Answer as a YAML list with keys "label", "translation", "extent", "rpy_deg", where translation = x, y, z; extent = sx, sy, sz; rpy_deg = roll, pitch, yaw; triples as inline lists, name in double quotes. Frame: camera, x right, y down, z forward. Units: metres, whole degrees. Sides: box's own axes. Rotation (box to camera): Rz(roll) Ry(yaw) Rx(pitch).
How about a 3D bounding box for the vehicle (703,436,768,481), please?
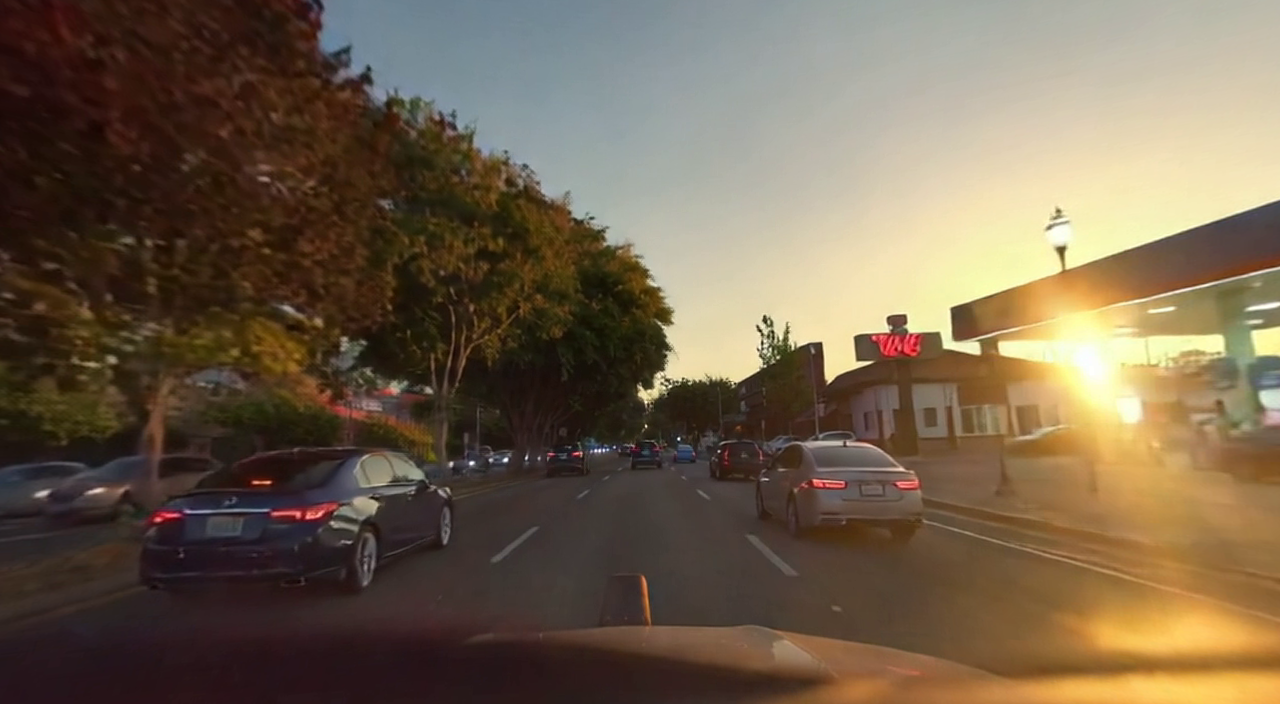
- label: "vehicle"
  translation: [3.914, 4.464, 26.733]
  extent: [1.980, 1.709, 4.813]
  rpy_deg: [0, -8, 0]

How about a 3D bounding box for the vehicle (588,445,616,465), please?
- label: "vehicle"
  translation: [-2.959, 8.042, 49.498]
  extent: [1.901, 1.483, 4.372]
  rpy_deg: [0, -8, 0]

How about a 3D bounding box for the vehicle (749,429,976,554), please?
- label: "vehicle"
  translation: [3.115, 2.041, 10.019]
  extent: [1.919, 1.502, 4.572]
  rpy_deg: [0, -8, 0]

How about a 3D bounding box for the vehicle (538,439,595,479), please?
- label: "vehicle"
  translation: [-3.198, 4.745, 28.226]
  extent: [1.988, 1.645, 3.995]
  rpy_deg: [0, -8, 1]

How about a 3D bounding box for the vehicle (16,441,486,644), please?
- label: "vehicle"
  translation: [-3.191, 1.622, 6.530]
  extent: [2.013, 1.354, 4.393]
  rpy_deg: [0, -8, 1]

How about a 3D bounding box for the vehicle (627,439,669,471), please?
- label: "vehicle"
  translation: [0.437, 5.713, 35.122]
  extent: [2.192, 1.674, 4.124]
  rpy_deg: [0, -8, 0]
